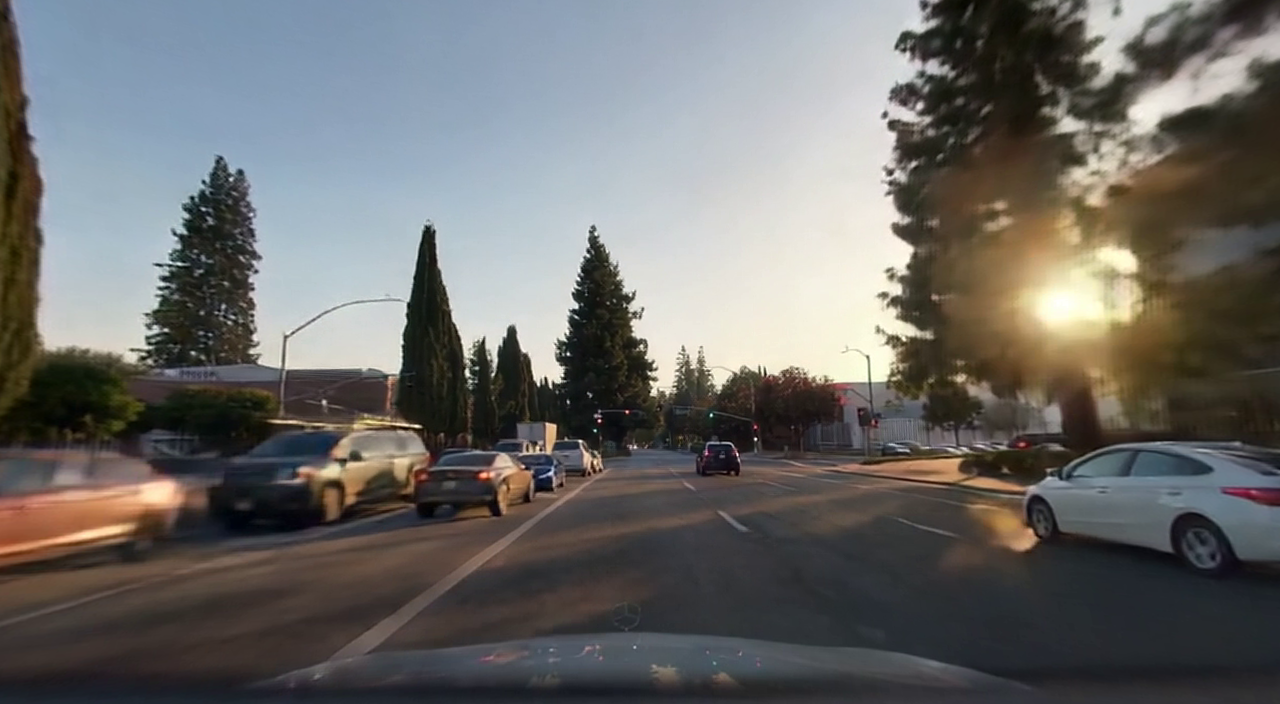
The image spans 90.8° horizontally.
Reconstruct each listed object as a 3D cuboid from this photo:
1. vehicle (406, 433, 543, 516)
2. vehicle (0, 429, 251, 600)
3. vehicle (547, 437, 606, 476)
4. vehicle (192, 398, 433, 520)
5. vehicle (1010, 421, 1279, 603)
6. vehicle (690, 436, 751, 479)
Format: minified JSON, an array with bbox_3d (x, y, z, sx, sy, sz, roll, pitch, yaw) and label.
[{"bbox_3d":[-3.547,2.703,14.440,1.948,1.595,4.256,0,-9,0],"label":"vehicle"},{"bbox_3d":[-6.598,1.633,6.906,1.970,1.483,4.269,0,-9,0],"label":"vehicle"},{"bbox_3d":[-3.021,5.131,31.281,2.313,1.752,6.152,0,-9,0],"label":"vehicle"},{"bbox_3d":[-6.721,2.315,14.086,2.141,2.111,5.940,0,-9,0],"label":"vehicle"},{"bbox_3d":[6.715,1.710,7.485,2.000,1.618,4.238,0,-9,-1],"label":"vehicle"},{"bbox_3d":[3.554,4.778,28.765,2.095,1.759,4.862,0,-9,-1],"label":"vehicle"}]
